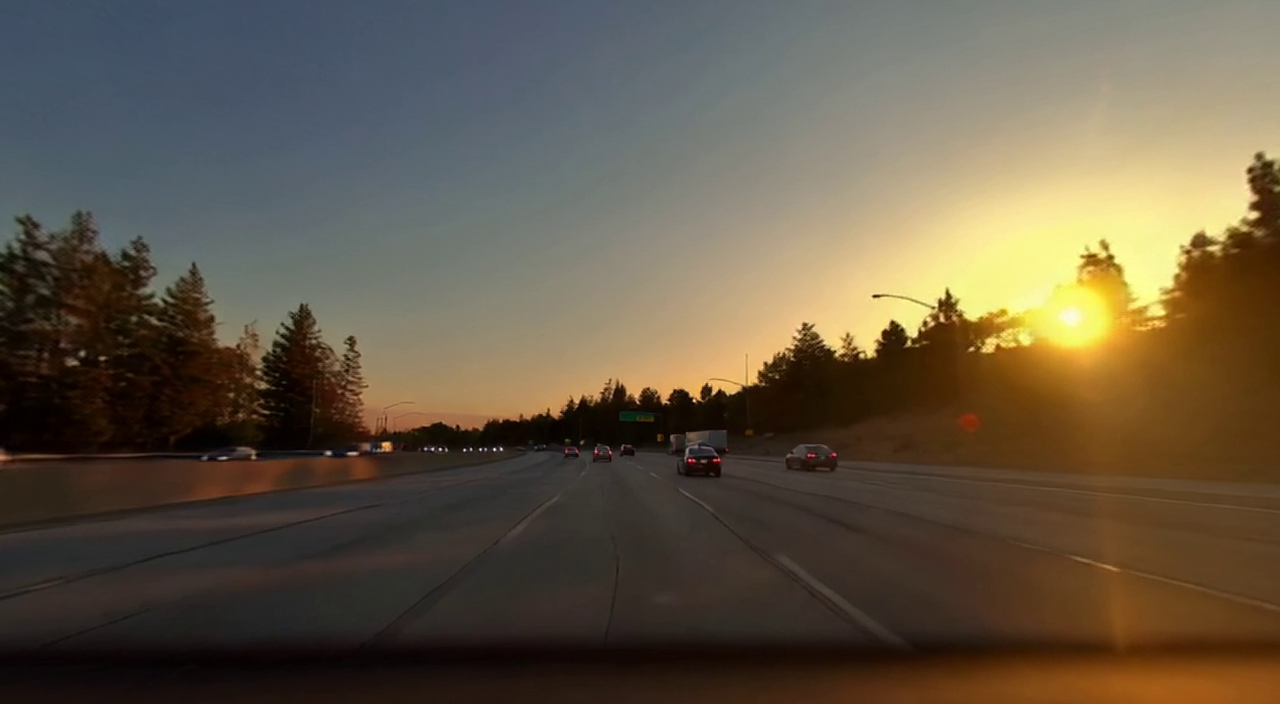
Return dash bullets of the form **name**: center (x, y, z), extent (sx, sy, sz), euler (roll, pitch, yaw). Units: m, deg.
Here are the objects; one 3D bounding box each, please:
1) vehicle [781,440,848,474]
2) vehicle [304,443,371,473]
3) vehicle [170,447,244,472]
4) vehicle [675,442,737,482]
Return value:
- **vehicle**: center (9.173, 5.567, 33.470), extent (1.909, 1.634, 4.739), euler (1, -9, -4)
- **vehicle**: center (-17.703, 6.201, 37.048), extent (1.927, 1.668, 4.237), euler (0, -9, -2)
- **vehicle**: center (-28.821, 7.139, 42.079), extent (1.886, 1.533, 4.395), euler (0, -9, -2)
- **vehicle**: center (2.692, 4.604, 26.633), extent (1.975, 1.562, 3.823), euler (1, -9, -4)
